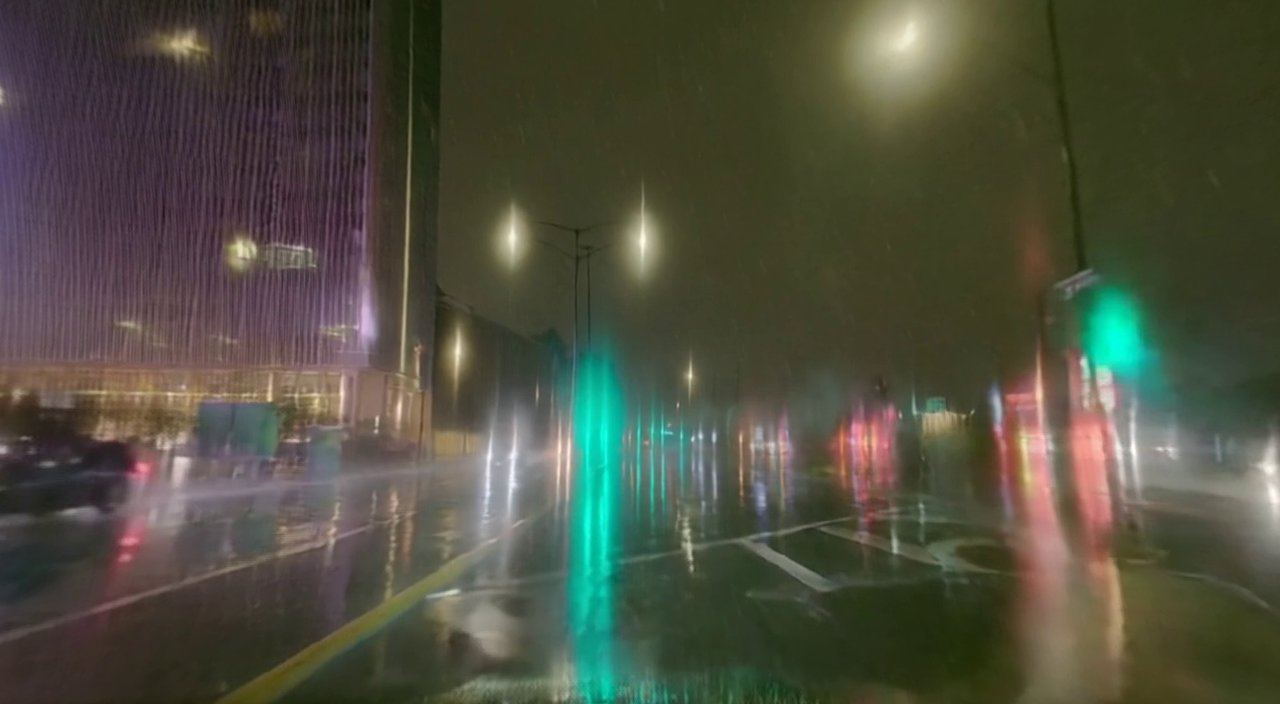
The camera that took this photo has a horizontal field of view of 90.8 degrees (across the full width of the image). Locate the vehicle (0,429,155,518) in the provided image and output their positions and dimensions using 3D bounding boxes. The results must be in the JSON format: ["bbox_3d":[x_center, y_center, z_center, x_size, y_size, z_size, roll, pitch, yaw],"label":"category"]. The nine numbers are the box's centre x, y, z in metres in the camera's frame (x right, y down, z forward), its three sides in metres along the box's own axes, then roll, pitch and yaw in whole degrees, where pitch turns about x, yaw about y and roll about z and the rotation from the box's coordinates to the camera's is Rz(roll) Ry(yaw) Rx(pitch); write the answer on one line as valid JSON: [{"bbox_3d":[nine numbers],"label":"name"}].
[{"bbox_3d":[-13.553,2.614,13.984,1.979,1.727,4.489,0,-8,1],"label":"vehicle"}]

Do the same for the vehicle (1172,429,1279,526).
[{"bbox_3d":[11.990,2.267,11.970,2.023,1.527,5.016,-5,-10,30],"label":"vehicle"}]

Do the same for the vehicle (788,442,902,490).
[{"bbox_3d":[6.902,3.878,21.887,2.675,1.452,4.213,0,-8,3],"label":"vehicle"}]

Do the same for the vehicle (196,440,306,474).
[{"bbox_3d":[-18.255,4.913,29.941,2.448,1.407,4.308,-1,-7,0],"label":"vehicle"}]

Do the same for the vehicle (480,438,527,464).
[{"bbox_3d":[-8.619,6.274,40.247,1.905,1.533,4.419,0,-8,1],"label":"vehicle"}]
